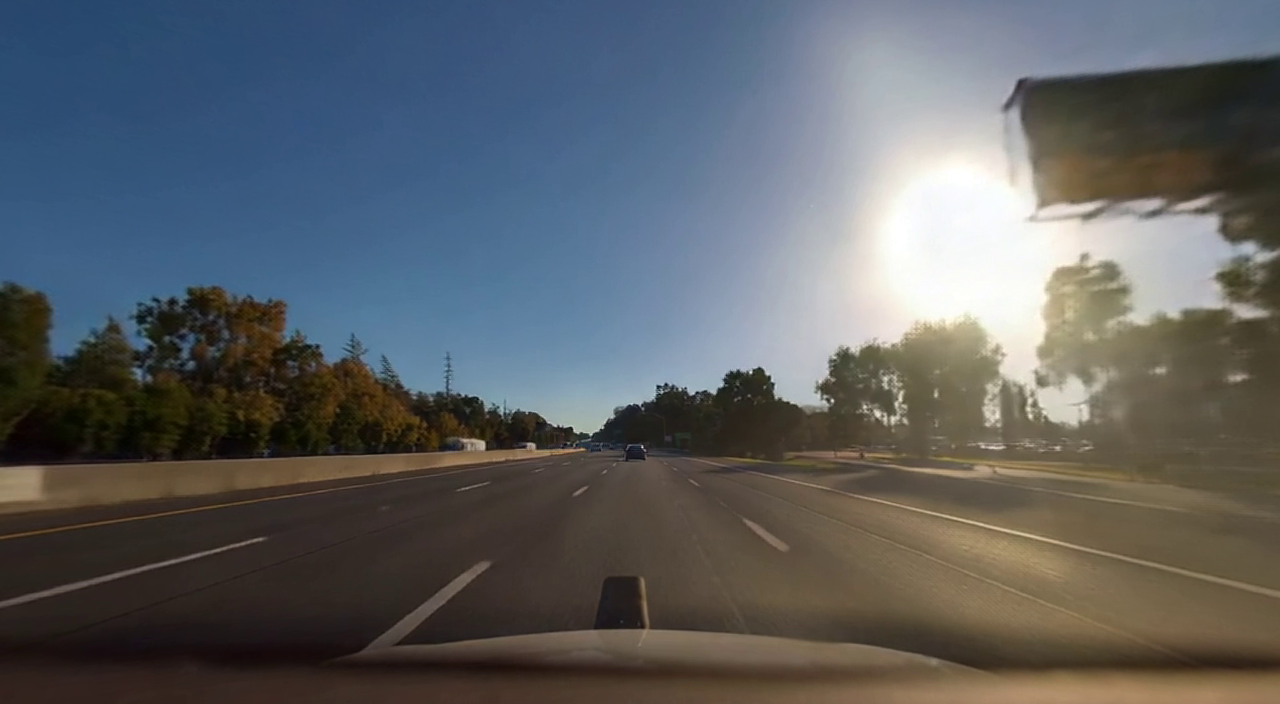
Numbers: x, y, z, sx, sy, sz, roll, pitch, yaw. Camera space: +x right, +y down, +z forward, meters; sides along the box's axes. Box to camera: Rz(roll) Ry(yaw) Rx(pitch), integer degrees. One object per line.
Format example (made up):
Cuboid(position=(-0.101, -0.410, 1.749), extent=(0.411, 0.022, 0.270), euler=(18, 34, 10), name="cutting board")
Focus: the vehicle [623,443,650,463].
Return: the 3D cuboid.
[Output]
Cuboid(position=(-0.292, 7.778, 48.592), extent=(2.025, 1.460, 4.189), euler=(0, -8, -1), name="vehicle")
